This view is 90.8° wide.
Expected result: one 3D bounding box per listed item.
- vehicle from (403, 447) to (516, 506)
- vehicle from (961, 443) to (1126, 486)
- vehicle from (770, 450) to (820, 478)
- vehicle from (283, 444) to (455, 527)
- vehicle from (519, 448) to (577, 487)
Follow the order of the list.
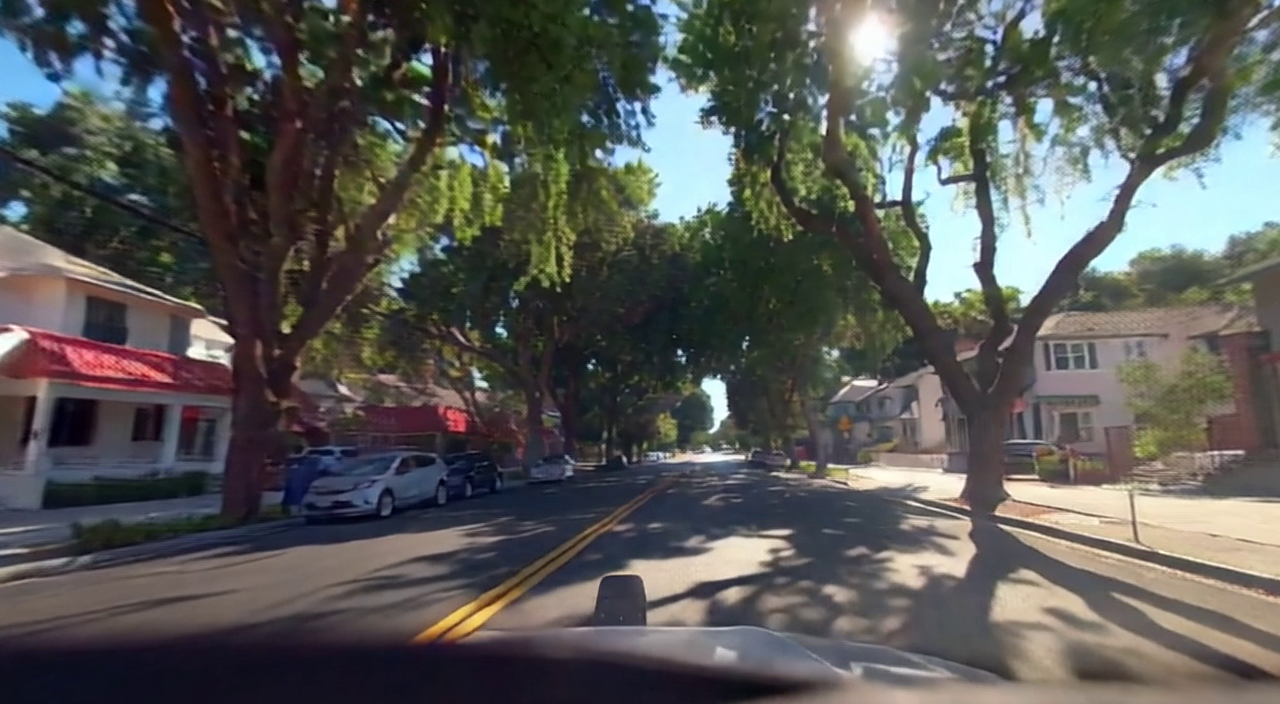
[{"bbox_3d":[-5.863,4.065,21.146,1.913,1.723,4.318,-2,-9,9],"label":"vehicle"},{"bbox_3d":[14.954,4.193,23.712,4.716,1.480,2.023,-1,-8,8],"label":"vehicle"},{"bbox_3d":[9.191,6.657,37.896,2.052,1.476,4.438,-3,-9,3],"label":"vehicle"},{"bbox_3d":[-6.584,3.246,16.056,1.975,1.775,4.509,-1,-8,7],"label":"vehicle"},{"bbox_3d":[-4.623,5.886,32.521,1.970,1.785,4.274,-1,-8,5],"label":"vehicle"}]
